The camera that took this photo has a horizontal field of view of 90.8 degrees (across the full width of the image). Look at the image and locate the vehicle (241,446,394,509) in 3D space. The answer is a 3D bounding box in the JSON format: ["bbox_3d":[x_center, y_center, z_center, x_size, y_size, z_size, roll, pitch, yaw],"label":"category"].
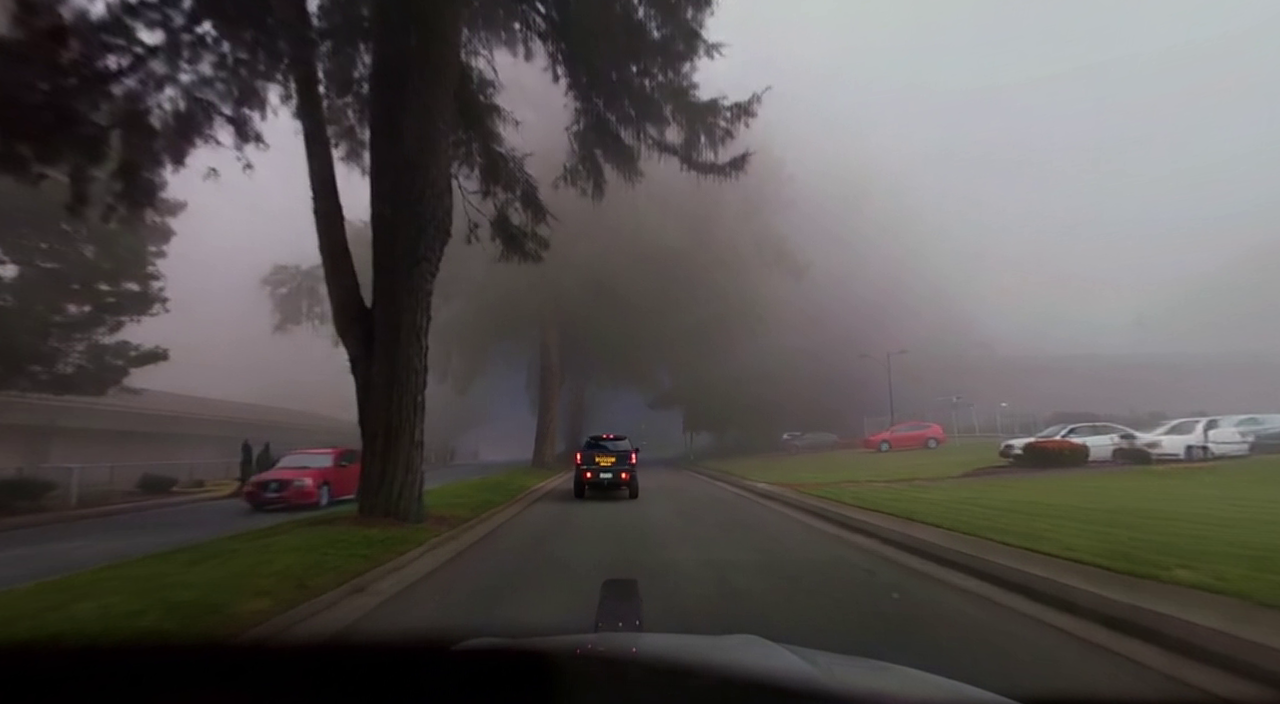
[{"bbox_3d":[-8.826,3.419,17.861,2.027,1.493,4.707,0,-8,-3],"label":"vehicle"}]

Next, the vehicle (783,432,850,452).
[{"bbox_3d":[12.492,6.395,44.864,4.090,1.433,1.983,0,-8,-1],"label":"vehicle"}]

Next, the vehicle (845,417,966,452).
[{"bbox_3d":[12.845,4.053,30.797,4.788,1.625,2.319,0,-8,-3],"label":"vehicle"}]

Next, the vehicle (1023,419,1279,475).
[{"bbox_3d":[14.199,2.672,17.737,5.344,1.440,2.318,0,-8,2],"label":"vehicle"}]

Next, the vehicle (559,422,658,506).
[{"bbox_3d":[-0.747,2.871,16.782,2.157,1.816,5.804,0,-8,-1],"label":"vehicle"}]
